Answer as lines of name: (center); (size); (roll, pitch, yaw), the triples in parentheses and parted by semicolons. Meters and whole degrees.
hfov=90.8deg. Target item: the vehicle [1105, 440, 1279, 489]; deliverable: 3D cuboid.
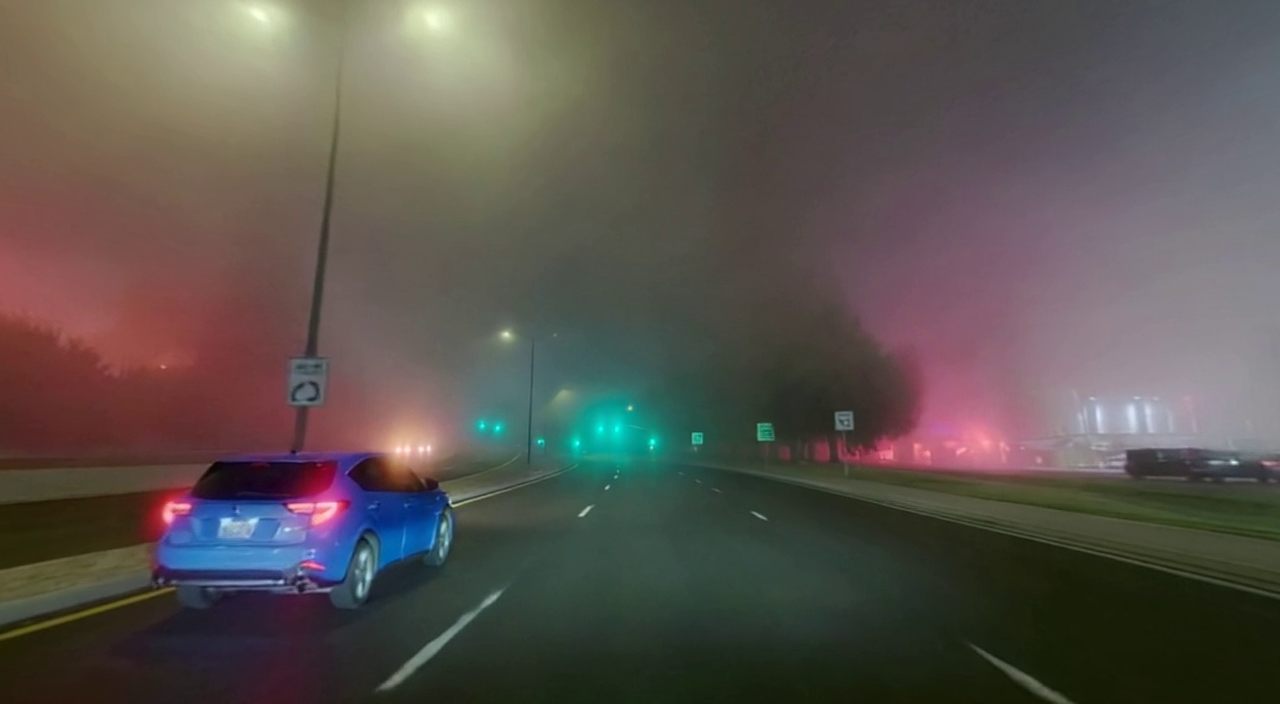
vehicle: (25.329, 5.130, 29.112); (2.337, 1.969, 5.826); (6, -10, -22)
